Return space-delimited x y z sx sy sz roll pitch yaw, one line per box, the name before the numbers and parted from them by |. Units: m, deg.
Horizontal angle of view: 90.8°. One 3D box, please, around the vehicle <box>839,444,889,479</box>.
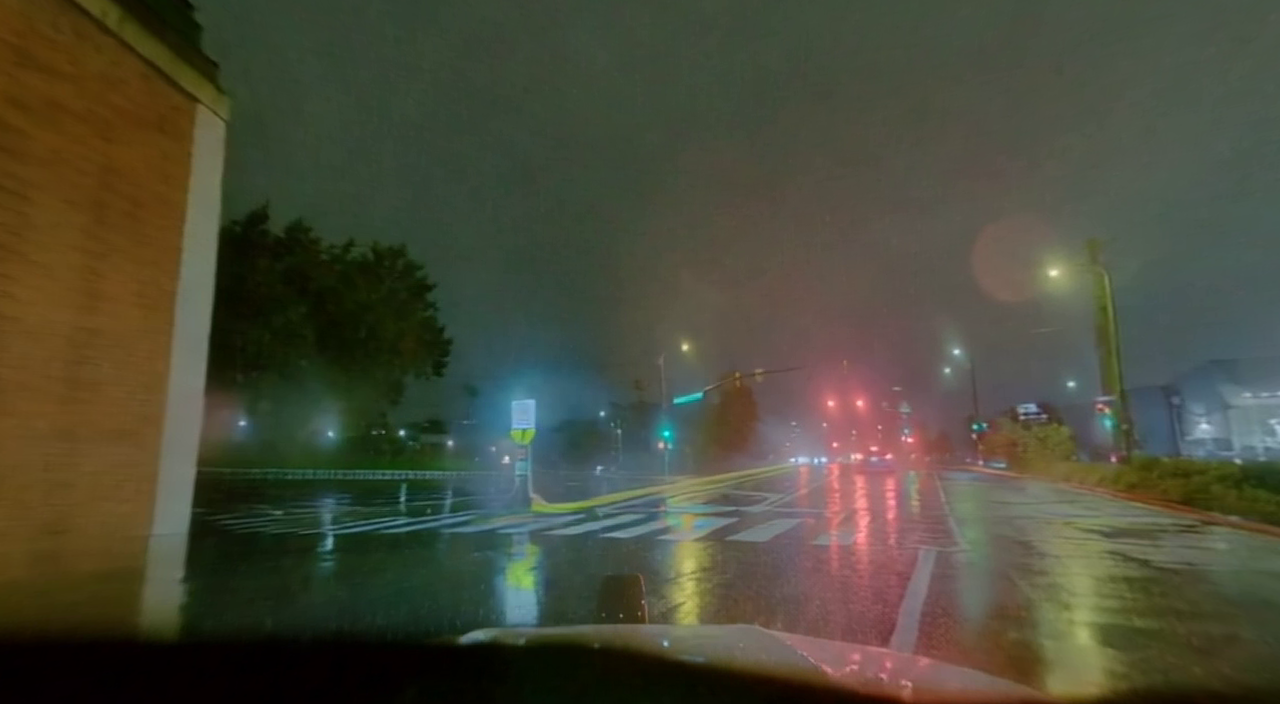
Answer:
vehicle | 11.625 5.594 32.614 2.218 1.657 4.551 -3 -9 21
